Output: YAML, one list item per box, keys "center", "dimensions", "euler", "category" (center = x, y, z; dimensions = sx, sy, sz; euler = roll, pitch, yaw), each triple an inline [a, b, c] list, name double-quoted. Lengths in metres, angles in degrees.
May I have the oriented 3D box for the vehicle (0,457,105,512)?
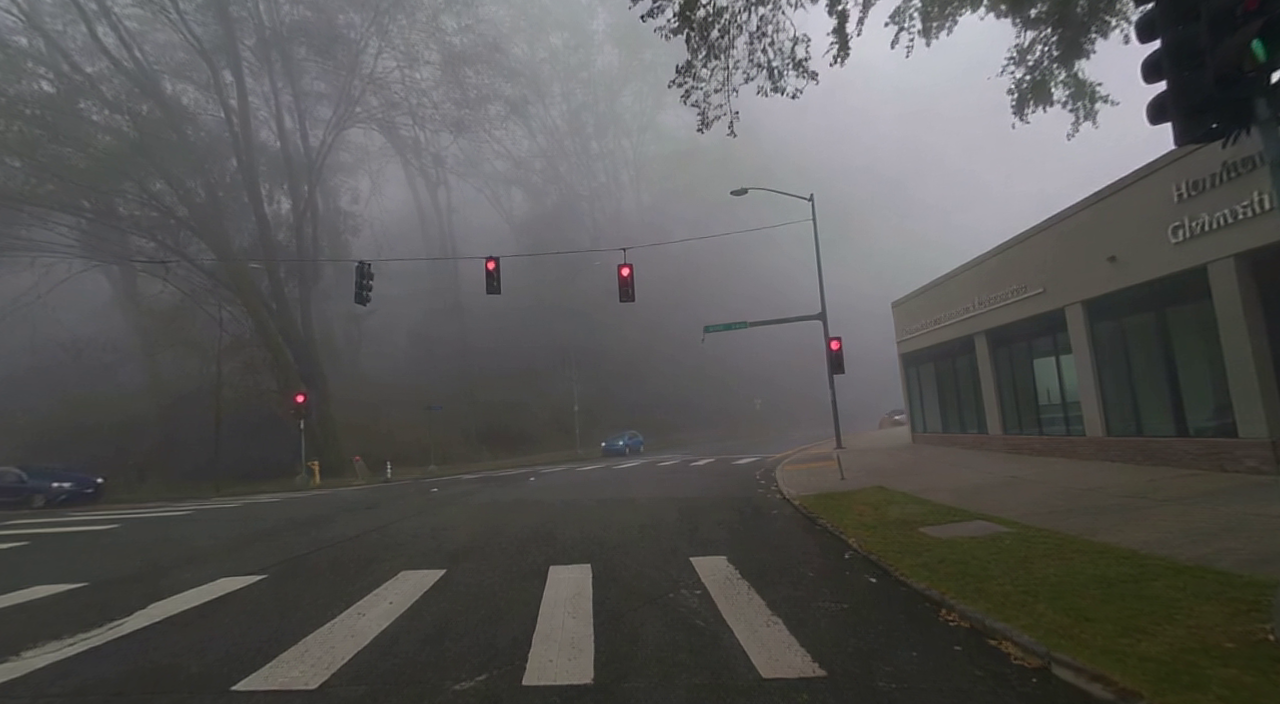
- center: [-22.014, 4.719, 22.843]
  dimensions: [4.715, 1.745, 2.026]
  euler: [-4, -9, 23]
  category: "vehicle"

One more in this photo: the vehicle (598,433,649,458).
- center: [-1.187, 7.014, 47.303]
  dimensions: [2.244, 1.792, 4.648]
  euler: [-3, -9, 20]
  category: "vehicle"
